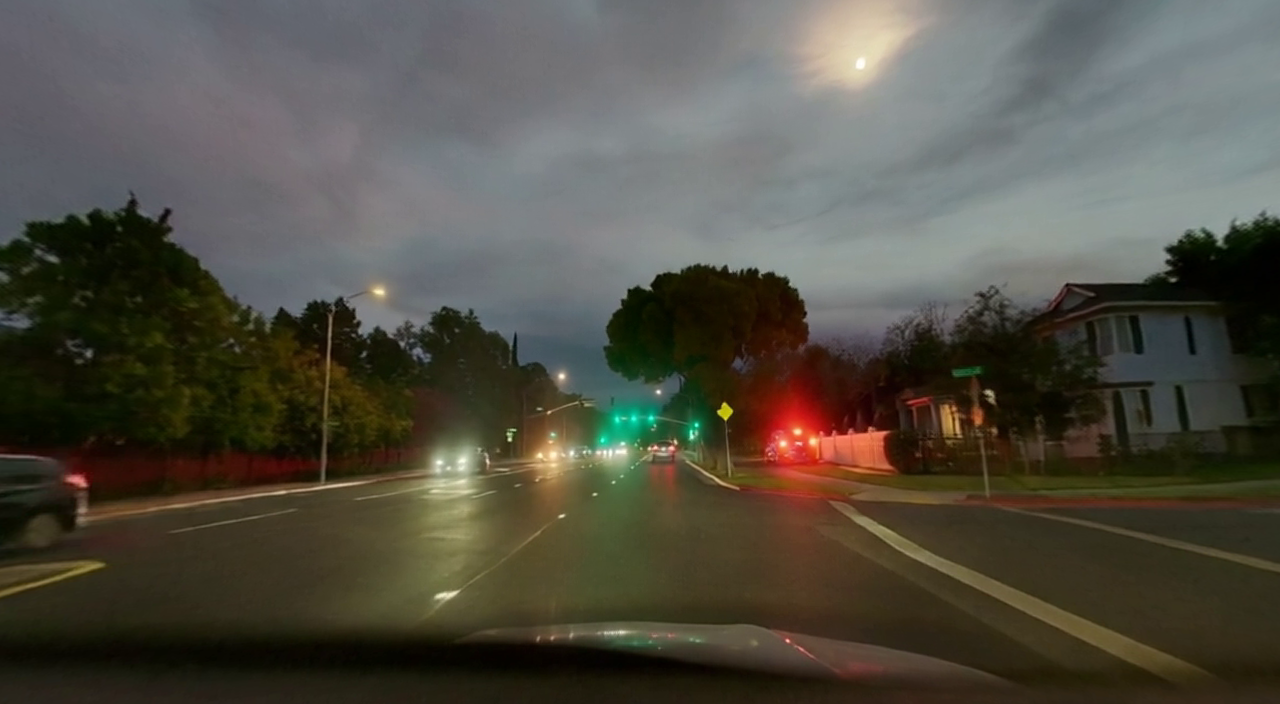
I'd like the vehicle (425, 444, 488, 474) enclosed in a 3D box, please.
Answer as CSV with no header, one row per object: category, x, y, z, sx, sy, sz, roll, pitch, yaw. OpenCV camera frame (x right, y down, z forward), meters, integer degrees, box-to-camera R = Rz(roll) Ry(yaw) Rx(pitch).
vehicle,-11.688,6.821,40.482,2.397,1.802,4.855,-1,-8,3

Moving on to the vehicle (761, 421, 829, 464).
vehicle,8.979,5.363,37.199,2.531,2.263,6.802,-1,-8,2

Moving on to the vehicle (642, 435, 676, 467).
vehicle,1.217,6.412,40.961,2.059,1.908,4.714,0,-8,1
